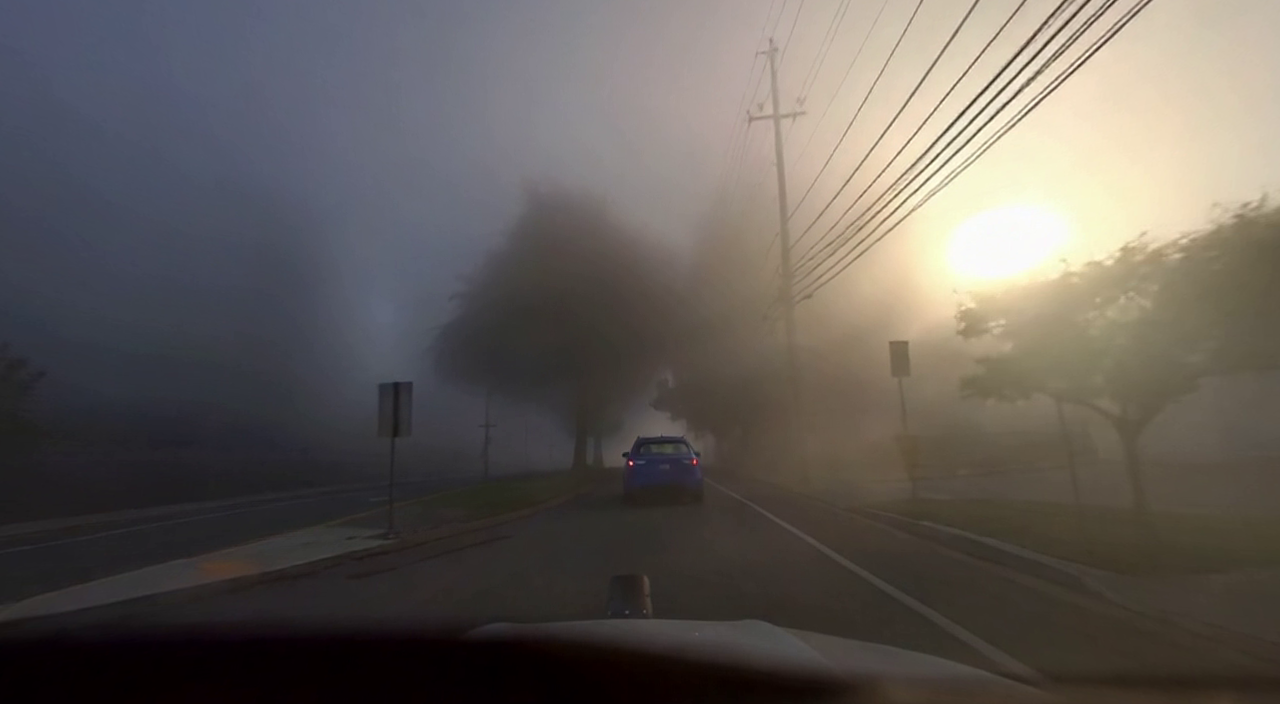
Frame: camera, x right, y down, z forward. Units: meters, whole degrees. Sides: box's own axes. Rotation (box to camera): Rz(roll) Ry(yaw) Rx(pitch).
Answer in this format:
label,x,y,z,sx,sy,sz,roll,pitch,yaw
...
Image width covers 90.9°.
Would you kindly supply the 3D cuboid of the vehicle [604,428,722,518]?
label,x,y,z,sx,sy,sz,roll,pitch,yaw
vehicle,0.424,2.570,13.921,2.200,1.653,4.127,0,-8,0
